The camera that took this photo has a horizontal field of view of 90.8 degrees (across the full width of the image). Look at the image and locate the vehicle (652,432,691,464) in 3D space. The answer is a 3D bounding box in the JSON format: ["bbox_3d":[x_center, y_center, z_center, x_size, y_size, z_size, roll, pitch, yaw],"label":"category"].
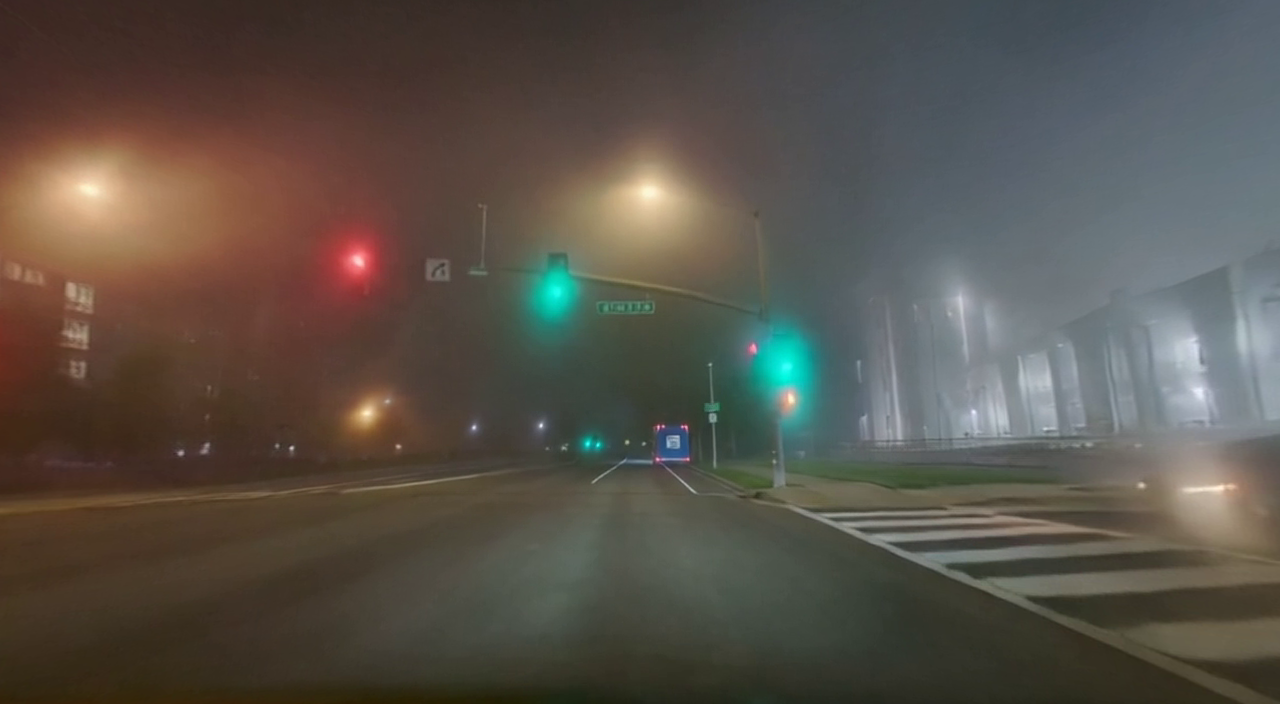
[{"bbox_3d":[2.204,7.056,46.386,2.514,2.218,5.013,0,-9,-1],"label":"vehicle"}]
